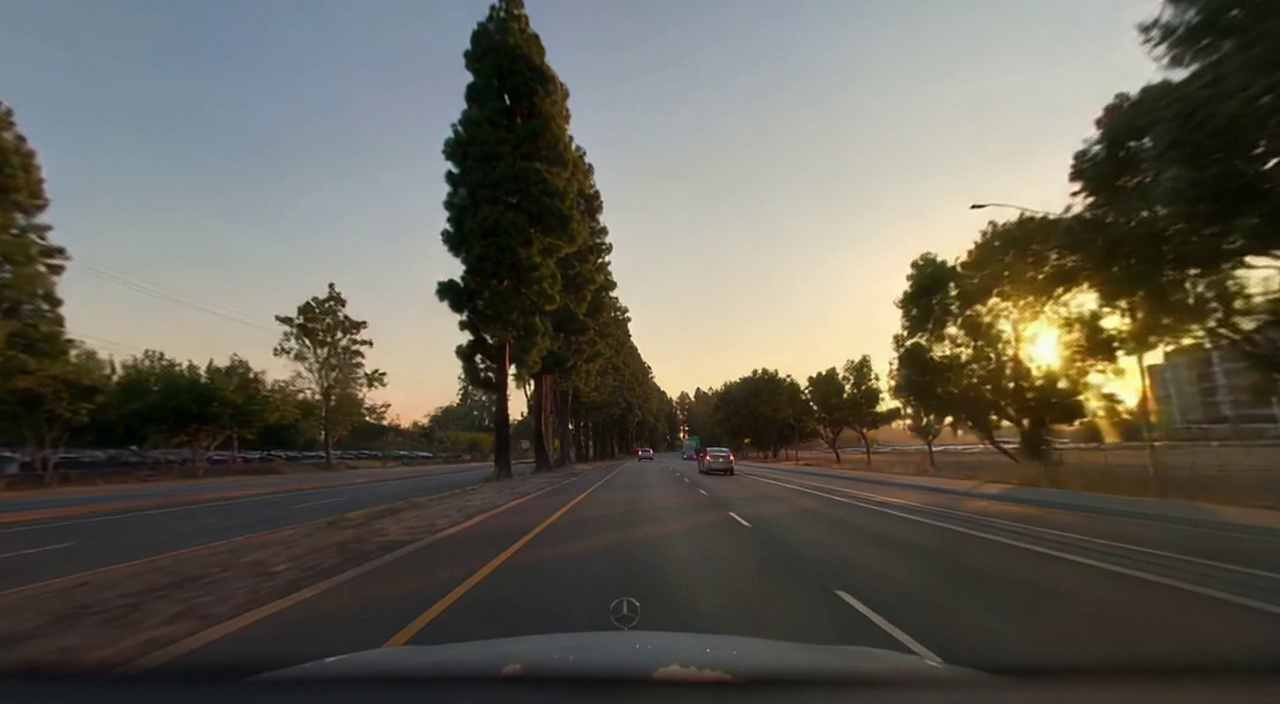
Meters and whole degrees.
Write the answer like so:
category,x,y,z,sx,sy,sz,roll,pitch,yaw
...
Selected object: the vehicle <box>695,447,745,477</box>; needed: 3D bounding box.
category,x,y,z,sx,sy,sz,roll,pitch,yaw
vehicle,4.215,5.867,33.846,2.115,1.522,4.330,0,-9,0
